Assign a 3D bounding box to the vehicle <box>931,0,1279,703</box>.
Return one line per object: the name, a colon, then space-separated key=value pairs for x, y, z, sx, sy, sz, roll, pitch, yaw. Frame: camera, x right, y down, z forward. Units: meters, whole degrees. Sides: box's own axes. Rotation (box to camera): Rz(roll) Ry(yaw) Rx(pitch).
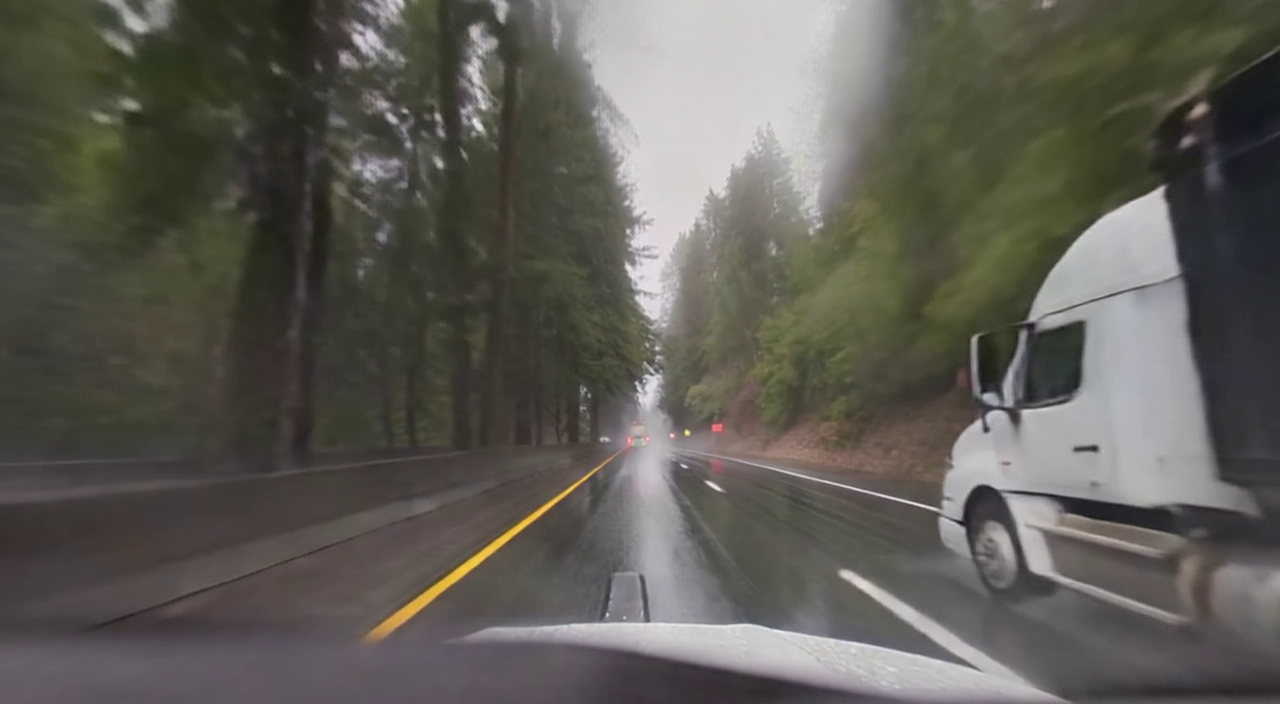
vehicle: x=4.168 y=-0.249 z=1.120 sx=3.013 sy=3.462 sz=8.956 roll=0 pitch=-8 yaw=0
